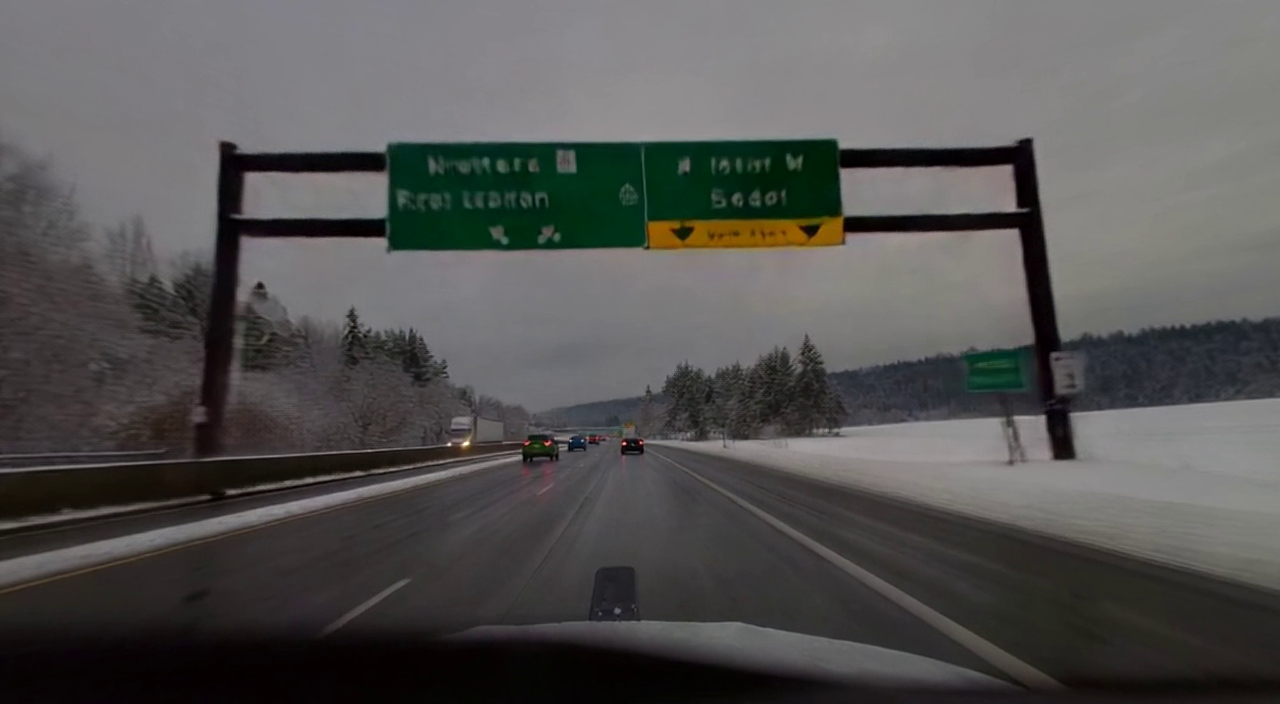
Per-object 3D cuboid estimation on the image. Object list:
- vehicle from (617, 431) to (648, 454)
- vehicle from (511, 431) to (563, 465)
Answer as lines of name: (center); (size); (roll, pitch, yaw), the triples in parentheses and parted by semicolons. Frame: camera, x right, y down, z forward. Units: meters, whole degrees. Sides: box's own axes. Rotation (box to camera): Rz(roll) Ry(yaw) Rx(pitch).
vehicle: (-0.566, 6.672, 46.488); (2.139, 1.561, 4.060); (0, -8, -1)
vehicle: (-4.853, 4.574, 30.128); (1.959, 1.514, 3.668); (0, -8, -1)
